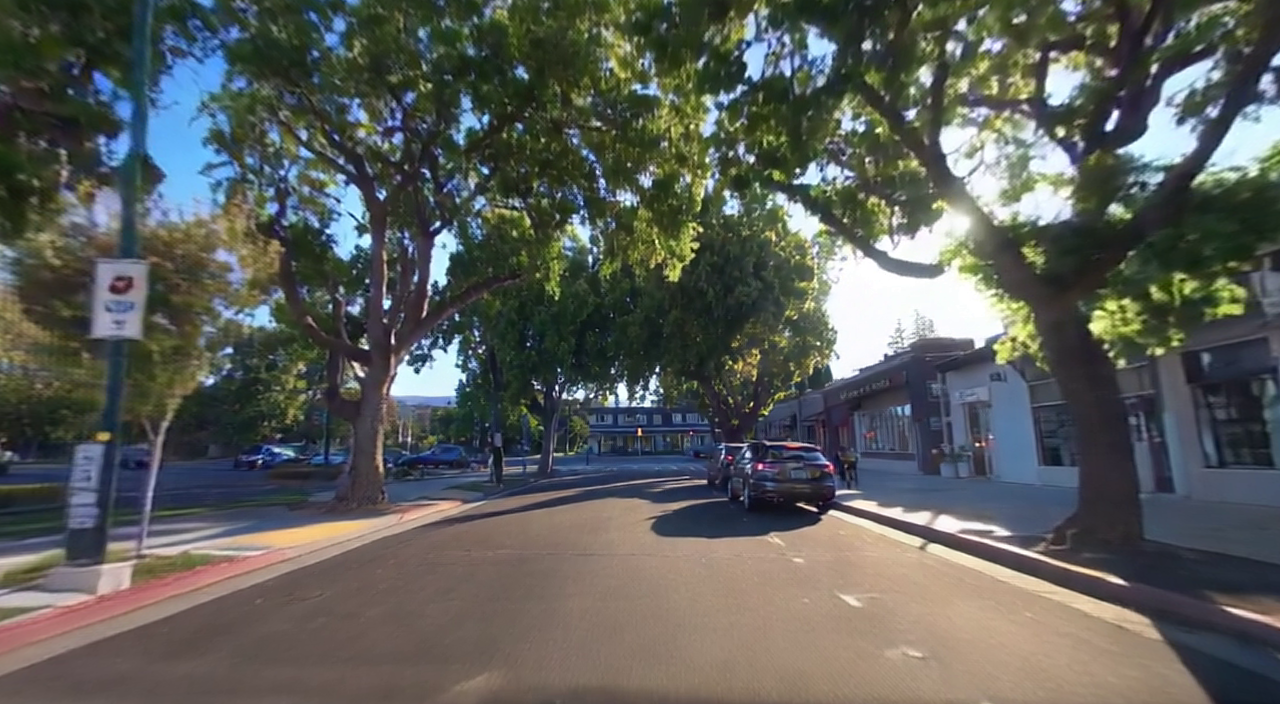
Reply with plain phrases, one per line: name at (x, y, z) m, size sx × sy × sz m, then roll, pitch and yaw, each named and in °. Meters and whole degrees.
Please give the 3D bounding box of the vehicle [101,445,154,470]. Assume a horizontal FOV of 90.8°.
vehicle at (-36.932, 7.571, 45.478) m, size 2.419 × 1.687 × 4.157 m, roll 10°, pitch -12°, yaw -44°

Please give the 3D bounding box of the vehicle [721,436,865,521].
vehicle at (3.108, 2.685, 13.985) m, size 2.064 × 1.532 × 4.596 m, roll 0°, pitch -9°, yaw 0°
